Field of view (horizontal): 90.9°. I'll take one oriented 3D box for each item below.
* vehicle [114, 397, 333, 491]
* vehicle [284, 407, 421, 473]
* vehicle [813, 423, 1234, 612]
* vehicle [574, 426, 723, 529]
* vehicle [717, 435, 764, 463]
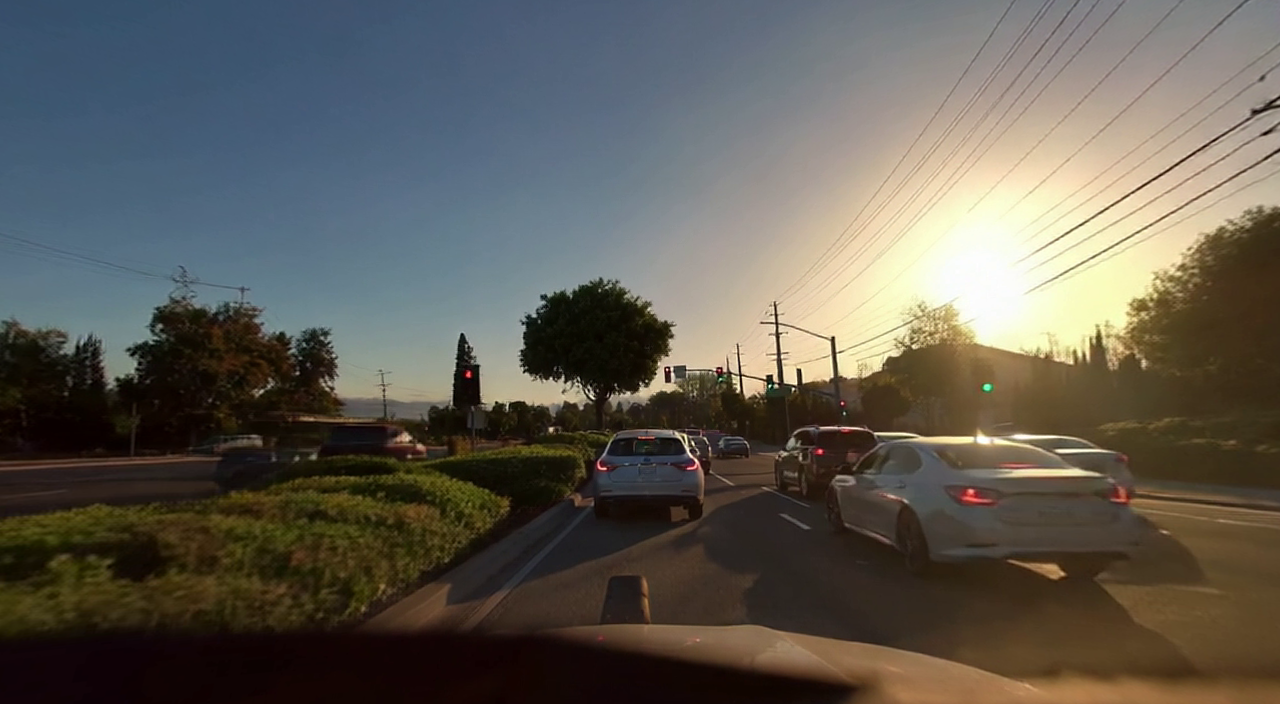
[{"bbox_3d":[-17.034,3.943,26.930,2.934,3.328,8.716,-1,-8,3],"label":"vehicle"},{"bbox_3d":[-16.442,5.242,37.237,3.085,3.375,9.783,-1,-8,3],"label":"vehicle"},{"bbox_3d":[3.614,1.628,7.235,2.028,1.454,4.531,0,-8,1],"label":"vehicle"},{"bbox_3d":[0.152,2.194,11.604,2.208,1.498,4.401,0,-8,1],"label":"vehicle"},{"bbox_3d":[5.552,5.445,35.399,1.995,1.491,4.133,0,-8,1],"label":"vehicle"}]
